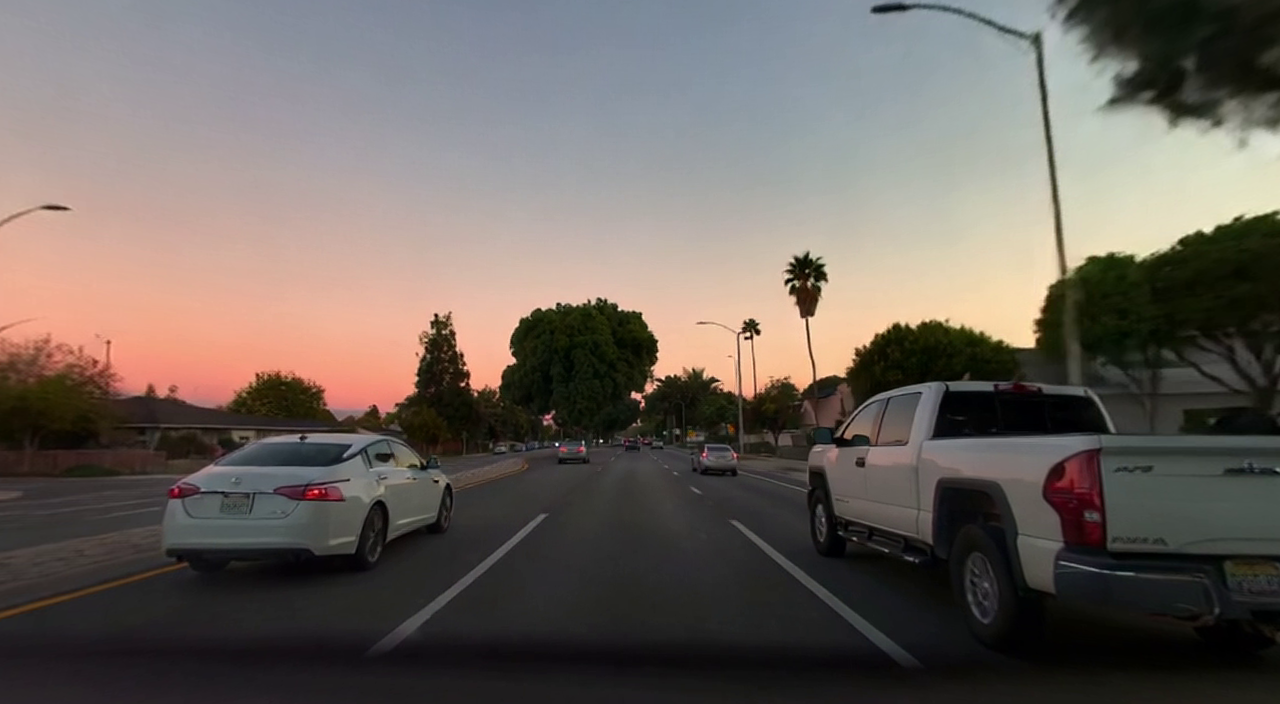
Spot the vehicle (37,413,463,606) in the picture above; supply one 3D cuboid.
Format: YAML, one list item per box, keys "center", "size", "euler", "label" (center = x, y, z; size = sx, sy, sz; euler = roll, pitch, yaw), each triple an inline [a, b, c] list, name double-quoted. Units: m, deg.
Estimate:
- center: [-3.682, 1.558, 7.180]
  size: [2.094, 1.509, 4.286]
  euler: [0, -8, 0]
  label: "vehicle"

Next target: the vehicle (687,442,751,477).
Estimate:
- center: [3.436, 4.793, 28.519]
  size: [2.149, 1.421, 4.805]
  euler: [0, -8, -2]
  label: "vehicle"

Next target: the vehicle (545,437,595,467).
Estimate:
- center: [-3.827, 5.595, 35.341]
  size: [2.263, 1.548, 4.555]
  euler: [0, -8, 0]
  label: "vehicle"

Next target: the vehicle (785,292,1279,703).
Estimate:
- center: [3.269, 1.132, 5.771]
  size: [2.478, 2.030, 5.723]
  euler: [0, -8, 0]
  label: "vehicle"
